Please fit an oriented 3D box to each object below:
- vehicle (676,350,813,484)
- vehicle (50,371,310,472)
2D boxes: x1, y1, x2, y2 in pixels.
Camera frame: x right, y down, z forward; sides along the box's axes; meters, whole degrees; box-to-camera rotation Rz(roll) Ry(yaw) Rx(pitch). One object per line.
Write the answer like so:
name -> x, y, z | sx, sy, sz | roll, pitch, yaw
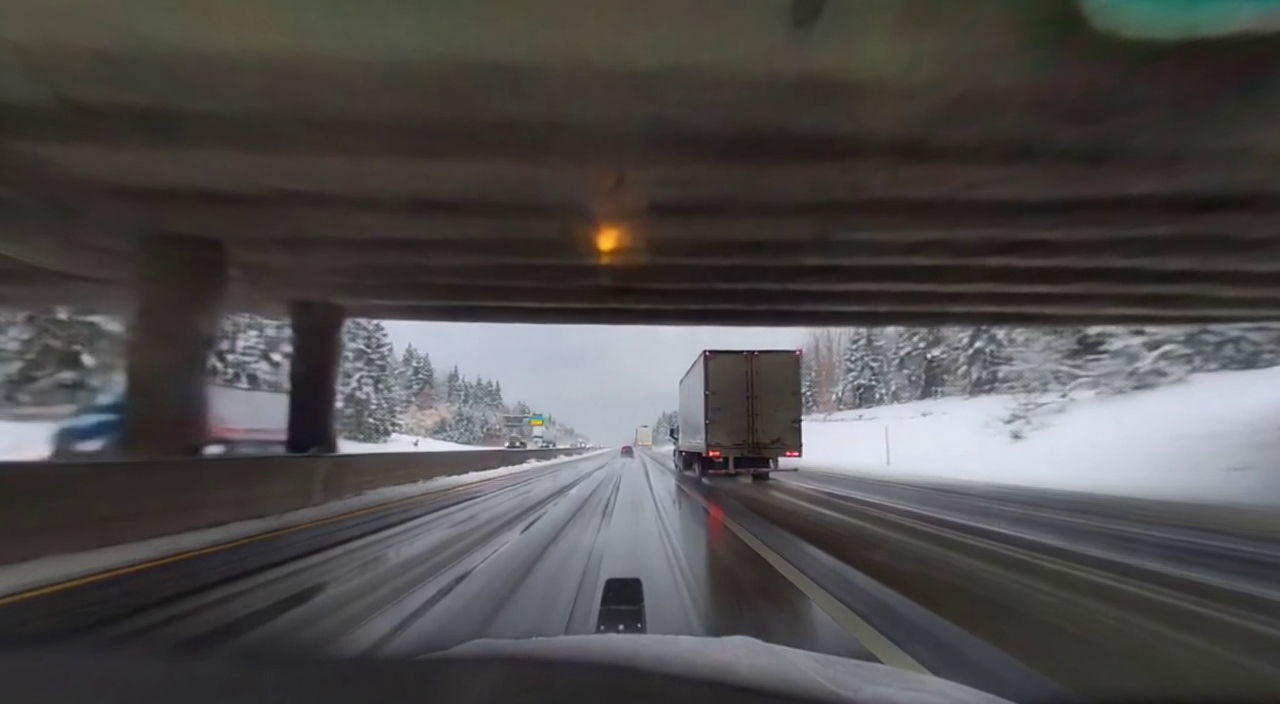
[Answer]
vehicle -> 3.691, 3.091, 27.036 | 3.323, 4.262, 14.056 | 0, -9, -1
vehicle -> -20.184, 3.455, 29.404 | 2.941, 3.718, 12.197 | 0, -9, 0
